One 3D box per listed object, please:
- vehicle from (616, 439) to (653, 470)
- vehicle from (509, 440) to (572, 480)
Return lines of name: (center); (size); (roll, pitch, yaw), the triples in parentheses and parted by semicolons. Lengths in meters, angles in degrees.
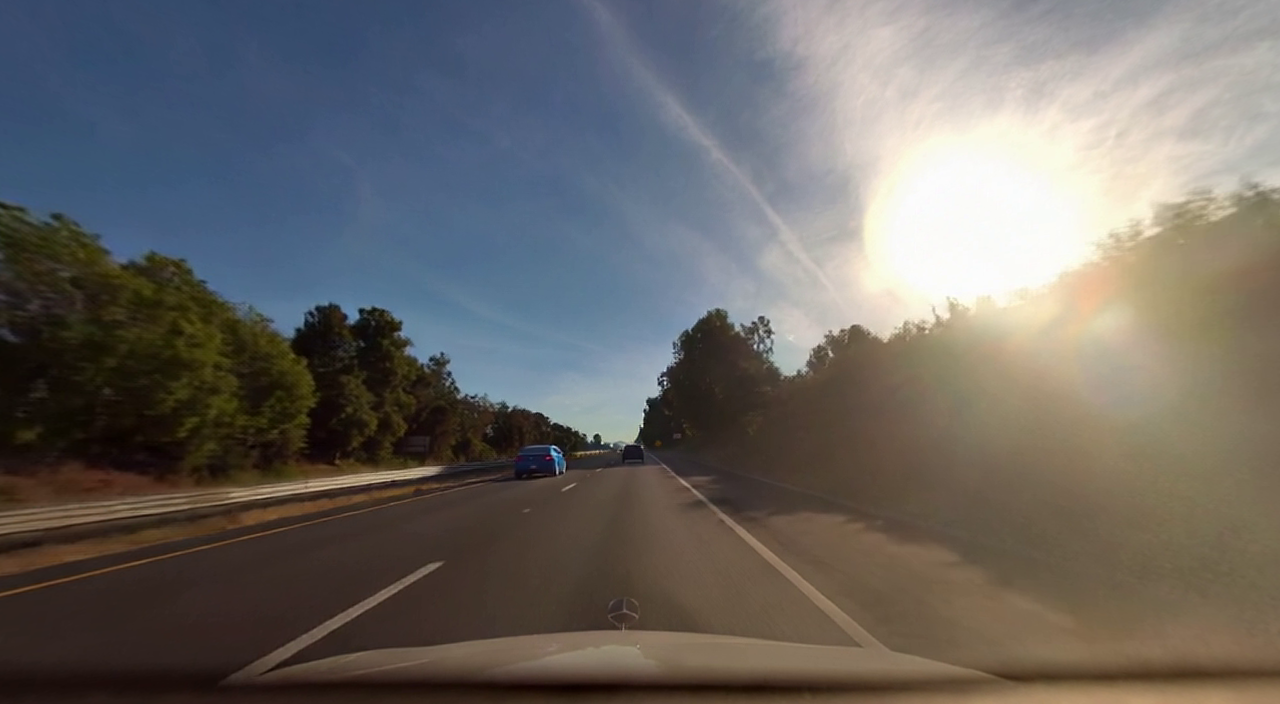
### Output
vehicle: (-0.332, 6.289, 38.767); (2.126, 1.786, 3.958); (0, -9, 0)
vehicle: (-4.394, 4.860, 28.476); (2.113, 1.656, 4.215); (0, -9, 1)
